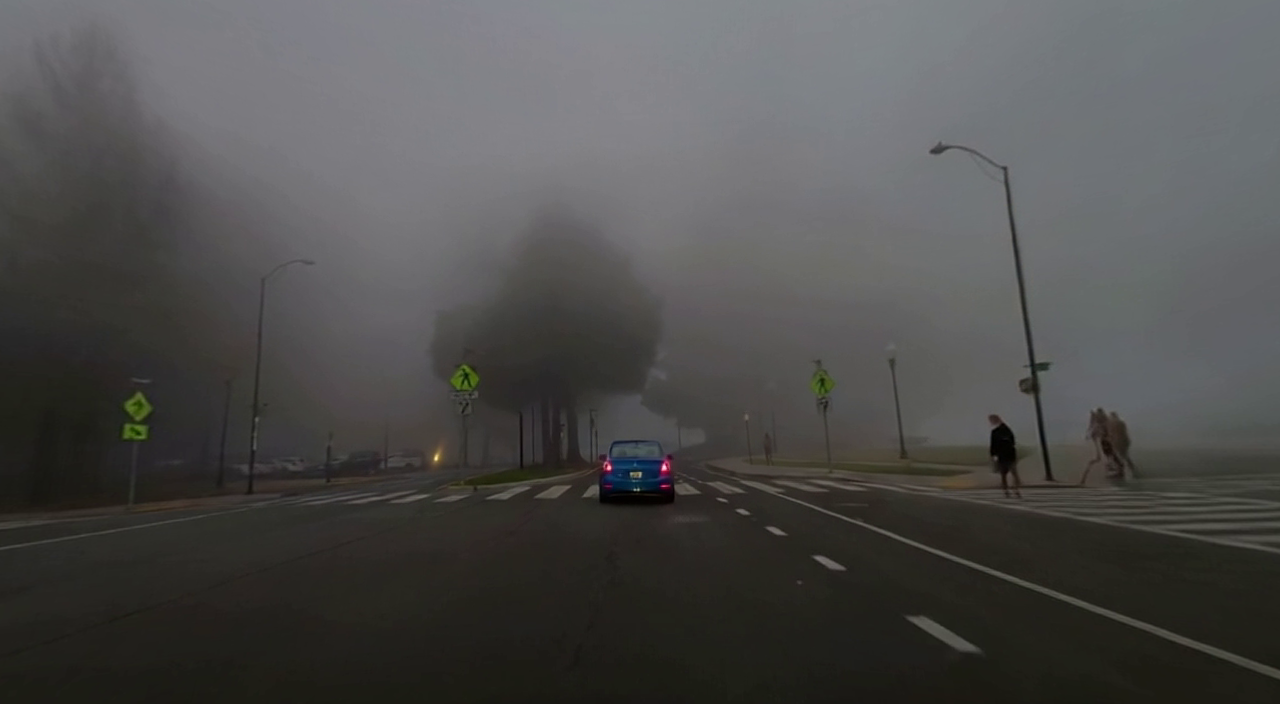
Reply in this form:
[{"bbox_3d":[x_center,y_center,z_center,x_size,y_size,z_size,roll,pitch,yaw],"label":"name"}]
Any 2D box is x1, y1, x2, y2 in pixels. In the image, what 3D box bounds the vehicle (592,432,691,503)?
[{"bbox_3d":[-0.042,2.935,16.465,2.221,1.570,4.398,0,-8,-2],"label":"vehicle"}]
